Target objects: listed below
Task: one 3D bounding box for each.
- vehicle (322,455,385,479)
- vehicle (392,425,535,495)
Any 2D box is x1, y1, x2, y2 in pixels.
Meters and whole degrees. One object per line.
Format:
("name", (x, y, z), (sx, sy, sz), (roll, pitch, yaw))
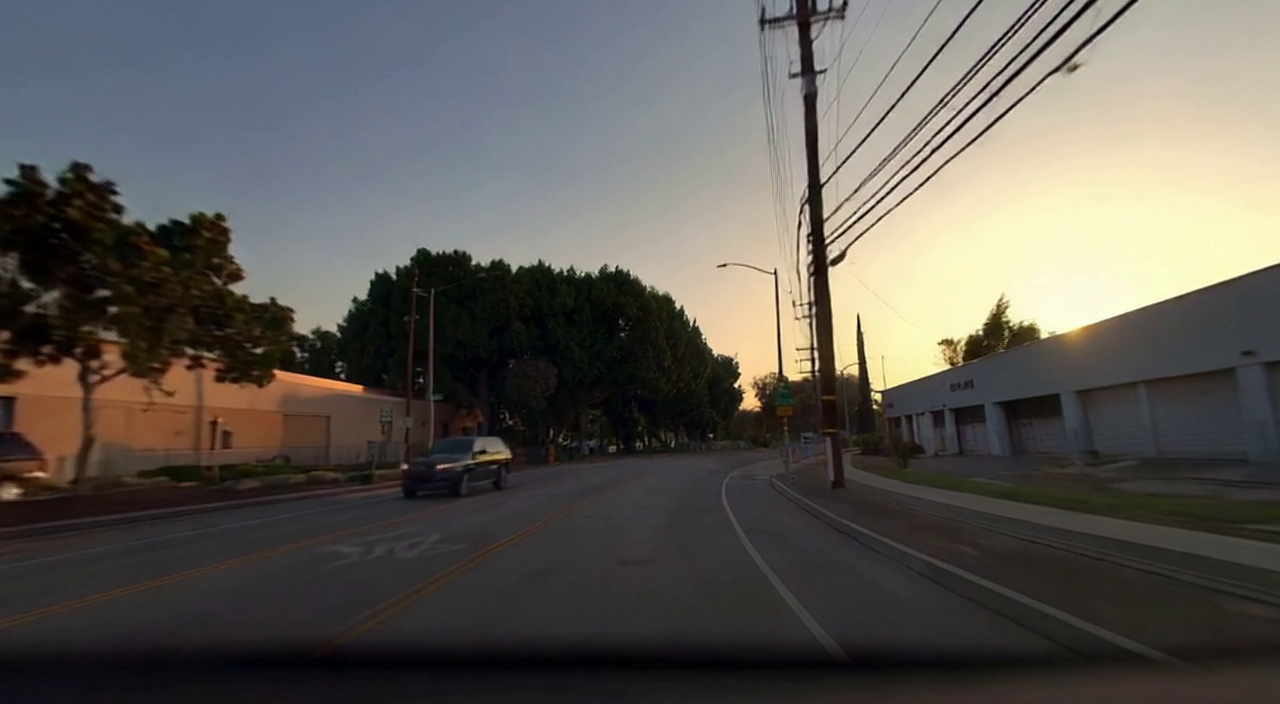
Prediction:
("vehicle", (-19.652, 7.827, 43.174), (4.606, 1.463, 1.940), (-7, -11, 38))
("vehicle", (-5.493, 3.480, 20.685), (2.490, 1.961, 5.553), (-1, -9, 7))
